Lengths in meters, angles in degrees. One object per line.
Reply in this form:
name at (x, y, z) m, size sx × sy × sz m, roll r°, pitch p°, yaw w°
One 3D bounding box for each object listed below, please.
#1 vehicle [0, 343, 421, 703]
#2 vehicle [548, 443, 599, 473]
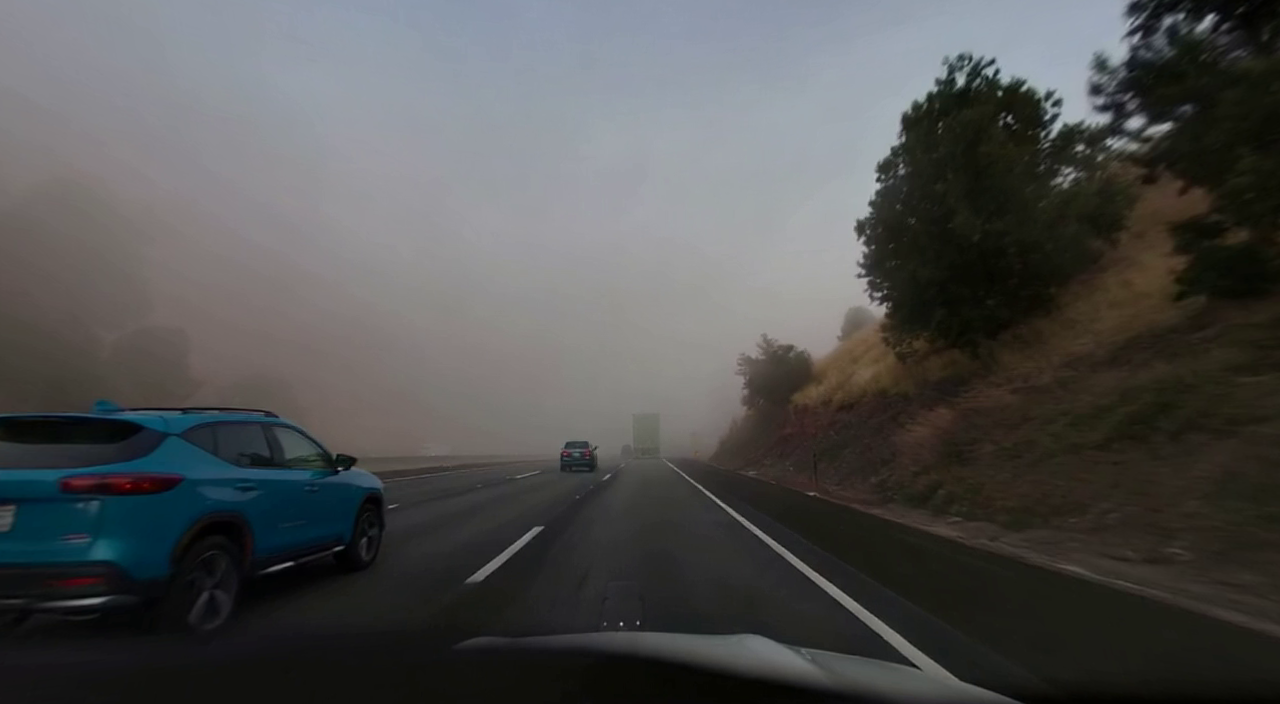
vehicle at (-3.680, 1.160, 4.847) m, size 2.194 × 1.725 × 4.698 m, roll 0°, pitch -9°, yaw 1°
vehicle at (-3.477, 5.657, 33.724) m, size 2.101 × 1.476 × 4.471 m, roll 0°, pitch -9°, yaw 1°
